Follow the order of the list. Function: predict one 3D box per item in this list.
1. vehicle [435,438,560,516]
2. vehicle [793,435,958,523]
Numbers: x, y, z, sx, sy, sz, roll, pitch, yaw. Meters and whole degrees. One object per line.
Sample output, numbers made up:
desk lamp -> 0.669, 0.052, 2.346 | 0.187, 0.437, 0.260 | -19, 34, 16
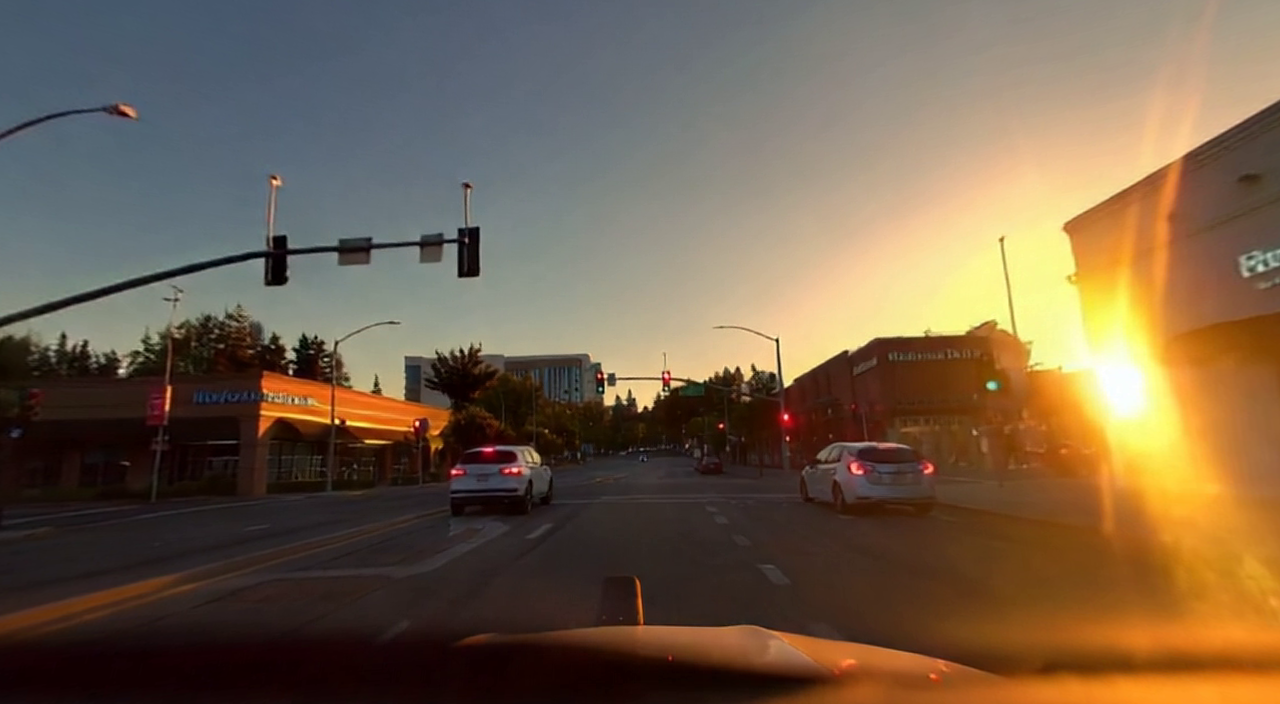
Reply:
vehicle -> -3.262, 2.985, 15.408 | 1.947, 1.627, 4.248 | 0, -9, 1
vehicle -> 5.054, 2.805, 14.331 | 2.039, 1.655, 4.495 | 0, -9, 1
